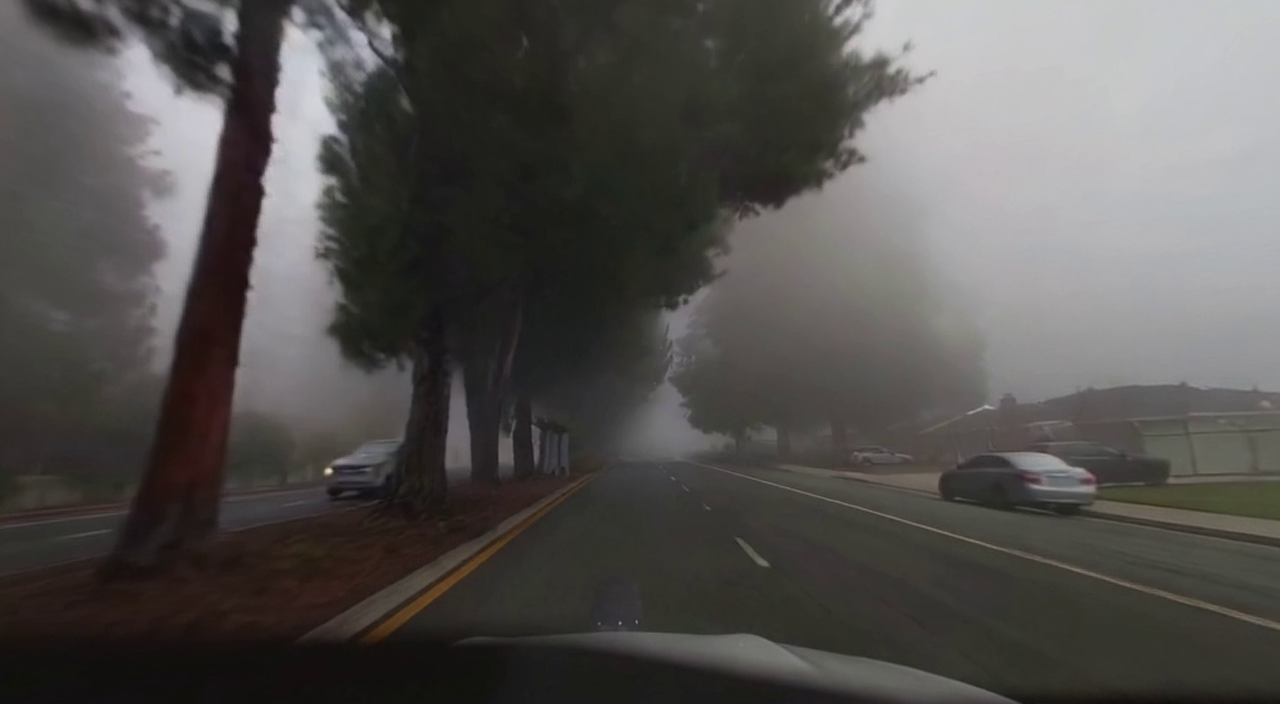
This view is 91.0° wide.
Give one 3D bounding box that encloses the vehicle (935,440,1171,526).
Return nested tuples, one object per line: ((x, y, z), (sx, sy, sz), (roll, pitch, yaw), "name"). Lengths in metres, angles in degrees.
((8.406, 2.658, 13.429), (1.940, 1.516, 4.319), (0, -9, -3), "vehicle")

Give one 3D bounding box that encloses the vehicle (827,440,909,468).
((14.259, 6.413, 39.570), (4.386, 1.711, 1.929), (0, -8, 0), "vehicle")

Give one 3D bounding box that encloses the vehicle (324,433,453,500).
((-7.571, 3.483, 19.606), (2.019, 1.819, 4.897), (0, -9, -1), "vehicle")
